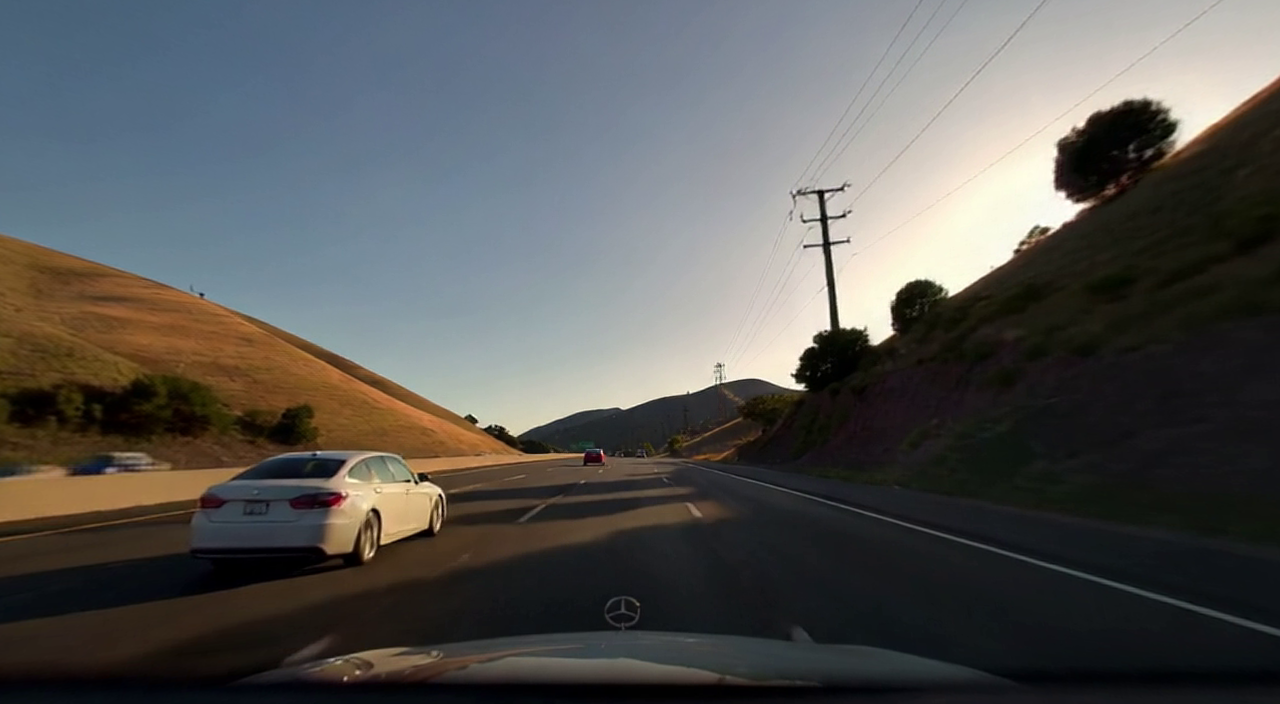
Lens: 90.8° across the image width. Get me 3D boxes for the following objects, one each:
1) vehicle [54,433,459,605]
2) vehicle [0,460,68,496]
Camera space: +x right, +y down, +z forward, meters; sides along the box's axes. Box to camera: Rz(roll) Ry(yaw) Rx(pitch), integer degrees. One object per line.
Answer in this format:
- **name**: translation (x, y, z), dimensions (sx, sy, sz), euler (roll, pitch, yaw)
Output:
- **vehicle**: translation (-4.101, 1.852, 8.108), dimensions (2.064, 1.489, 4.966), euler (0, -9, 0)
- **vehicle**: translation (-29.311, 5.848, 29.422), dimensions (1.822, 1.496, 3.768), euler (0, -9, -1)
